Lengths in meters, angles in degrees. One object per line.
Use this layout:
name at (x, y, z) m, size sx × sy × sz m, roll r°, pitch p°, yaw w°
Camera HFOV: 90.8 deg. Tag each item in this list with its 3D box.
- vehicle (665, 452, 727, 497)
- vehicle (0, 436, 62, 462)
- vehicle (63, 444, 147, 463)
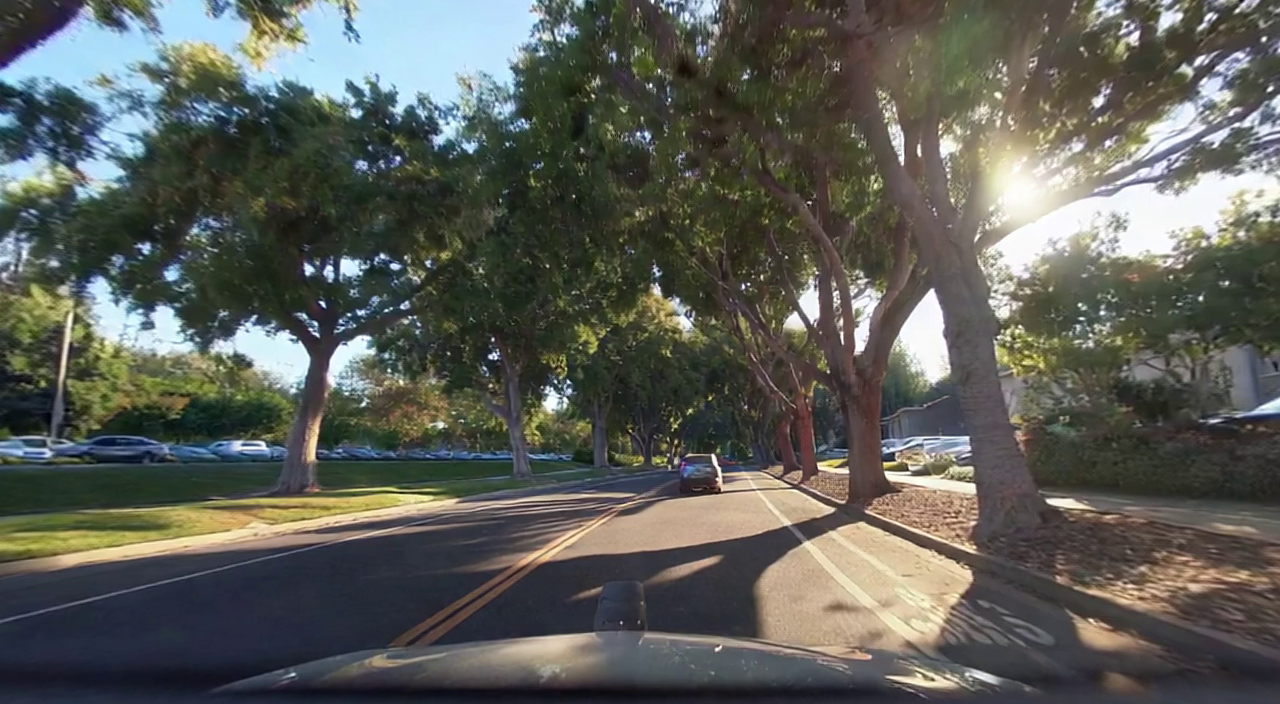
vehicle at (2.282, 4.707, 24.661) m, size 2.152 × 1.574 × 4.223 m, roll -2°, pitch -9°, yaw 8°
vehicle at (-43.595, 6.746, 43.795) m, size 1.890 × 1.694 × 4.877 m, roll -2°, pitch -9°, yaw 13°
vehicle at (-42.185, 8.010, 49.965) m, size 1.767 × 1.427 × 4.868 m, roll -2°, pitch -9°, yaw 13°
